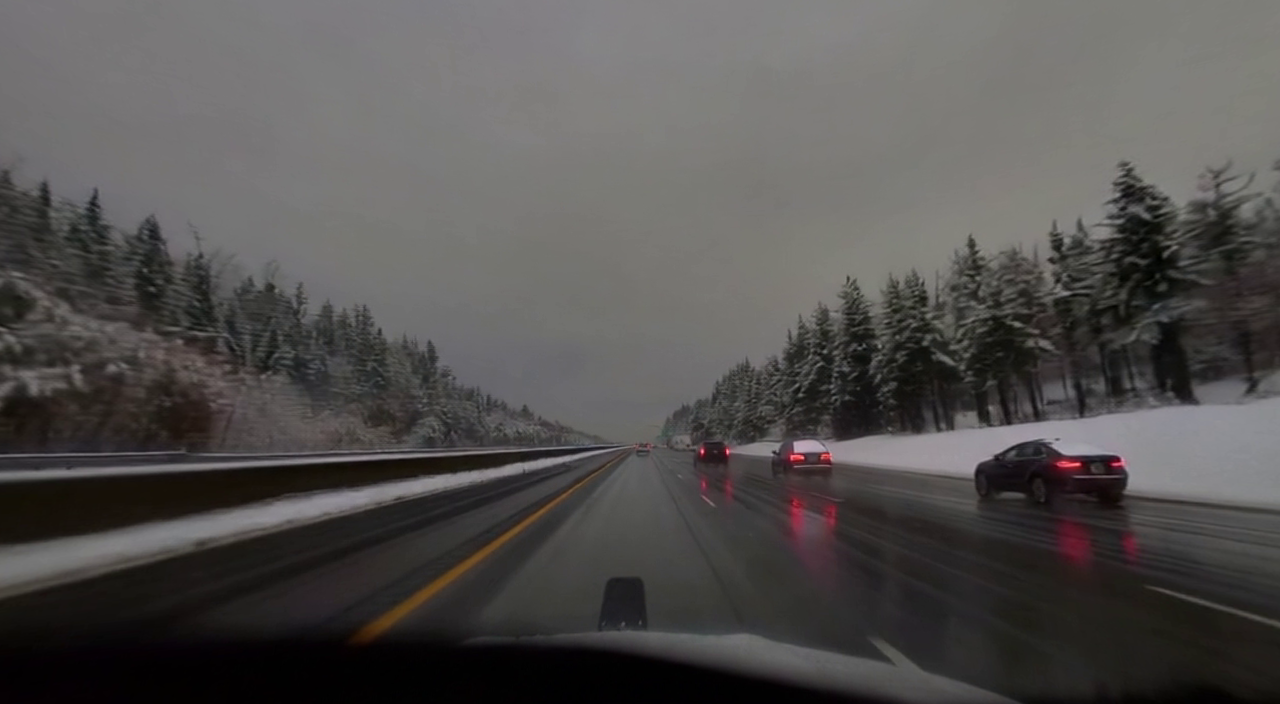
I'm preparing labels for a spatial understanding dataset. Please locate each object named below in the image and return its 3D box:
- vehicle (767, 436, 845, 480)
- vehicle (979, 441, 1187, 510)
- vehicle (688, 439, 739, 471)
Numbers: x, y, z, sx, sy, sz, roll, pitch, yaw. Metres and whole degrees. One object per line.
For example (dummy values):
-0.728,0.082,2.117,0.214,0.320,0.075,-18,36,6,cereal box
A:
7.229,4.663,27.986,2.178,1.749,4.570,0,-8,0,vehicle
10.801,3.015,15.925,1.970,1.479,4.480,0,-8,0,vehicle
4.015,5.717,35.099,2.326,1.644,4.206,0,-8,0,vehicle
